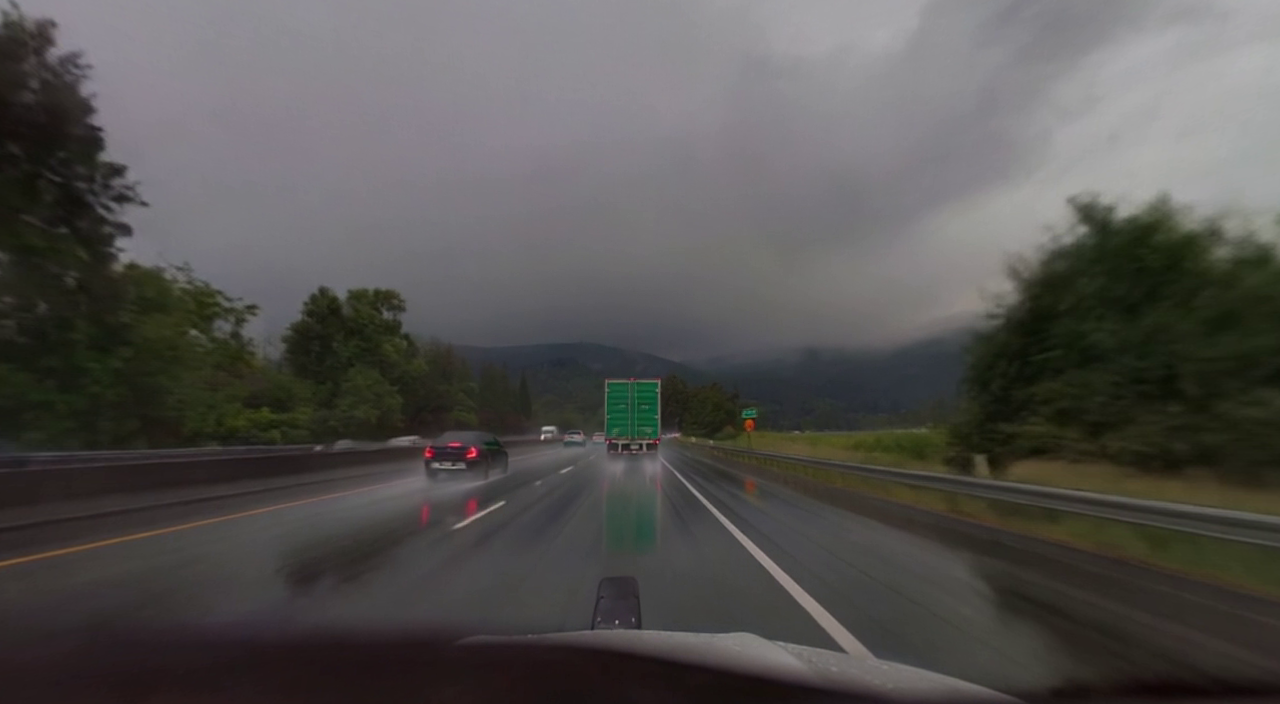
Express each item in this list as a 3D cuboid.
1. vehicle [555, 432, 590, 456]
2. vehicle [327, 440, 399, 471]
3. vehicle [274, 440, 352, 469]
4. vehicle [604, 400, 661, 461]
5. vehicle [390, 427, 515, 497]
[{"bbox_3d":[-5.029,6.954,47.609,2.138,1.697,4.587,0,-8,1],"label":"vehicle"},{"bbox_3d":[-13.625,5.079,31.239,1.922,1.431,3.659,0,-8,0],"label":"vehicle"},{"bbox_3d":[-17.790,5.566,34.556,1.847,1.487,4.583,0,-8,-1],"label":"vehicle"},{"bbox_3d":[-0.296,3.288,26.454,2.319,2.461,1.270,0,-8,0],"label":"vehicle"},{"bbox_3d":[-4.483,2.667,15.723,1.909,1.520,3.897,0,-8,0],"label":"vehicle"}]
